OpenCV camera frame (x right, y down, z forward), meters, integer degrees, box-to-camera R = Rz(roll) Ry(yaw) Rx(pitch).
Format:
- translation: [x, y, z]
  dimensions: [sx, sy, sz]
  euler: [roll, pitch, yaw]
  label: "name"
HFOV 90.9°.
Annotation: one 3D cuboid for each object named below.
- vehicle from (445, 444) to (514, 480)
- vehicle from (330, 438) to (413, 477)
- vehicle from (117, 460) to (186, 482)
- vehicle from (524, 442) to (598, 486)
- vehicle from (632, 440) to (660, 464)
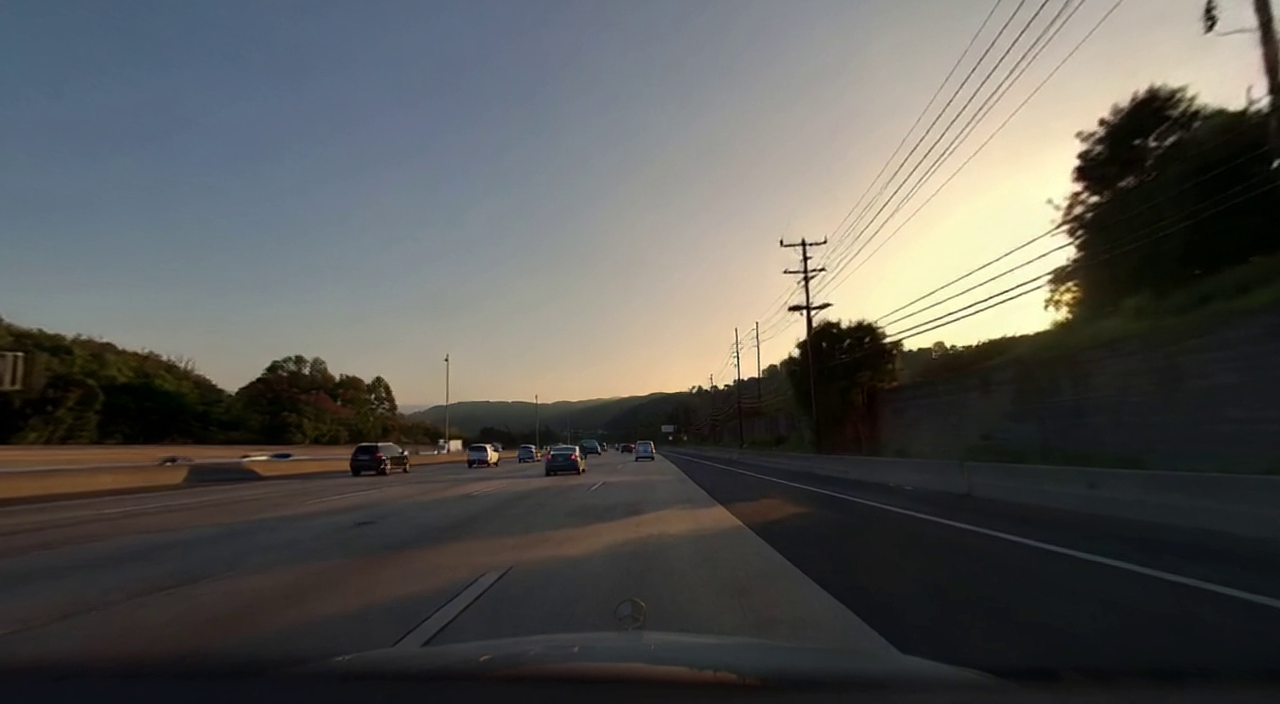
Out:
- translation: [-7.125, 4.903, 28.386]
  dimensions: [1.899, 1.472, 4.202]
  euler: [0, -9, 1]
  label: "vehicle"
- translation: [-14.240, 5.618, 33.850]
  dimensions: [2.172, 1.946, 5.017]
  euler: [0, -9, 1]
  label: "vehicle"
- translation: [-35.493, 8.627, 45.935]
  dimensions: [1.788, 1.410, 4.013]
  euler: [-1, -9, 1]
  label: "vehicle"
- translation: [-2.787, 4.093, 23.283]
  dimensions: [2.064, 1.446, 4.409]
  euler: [0, -9, 2]
  label: "vehicle"
- translation: [0.409, 7.779, 49.171]
  dimensions: [2.001, 1.732, 4.823]
  euler: [0, -9, -1]
  label: "vehicle"
